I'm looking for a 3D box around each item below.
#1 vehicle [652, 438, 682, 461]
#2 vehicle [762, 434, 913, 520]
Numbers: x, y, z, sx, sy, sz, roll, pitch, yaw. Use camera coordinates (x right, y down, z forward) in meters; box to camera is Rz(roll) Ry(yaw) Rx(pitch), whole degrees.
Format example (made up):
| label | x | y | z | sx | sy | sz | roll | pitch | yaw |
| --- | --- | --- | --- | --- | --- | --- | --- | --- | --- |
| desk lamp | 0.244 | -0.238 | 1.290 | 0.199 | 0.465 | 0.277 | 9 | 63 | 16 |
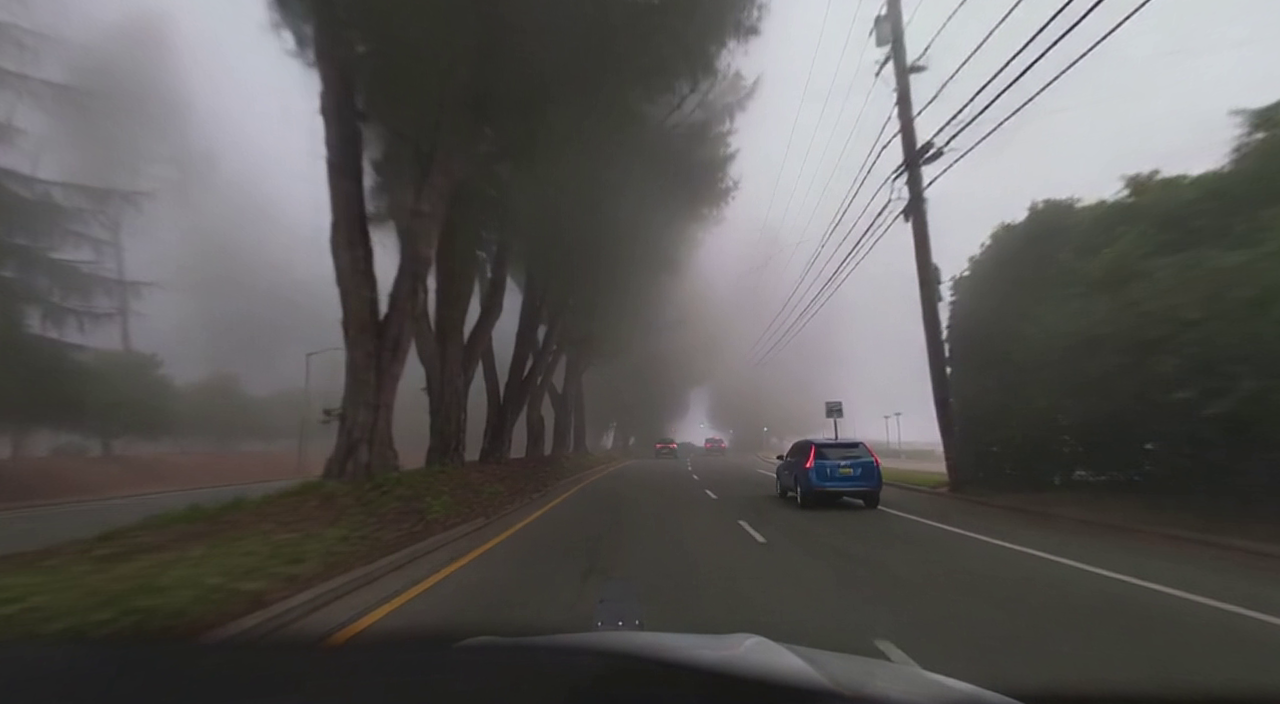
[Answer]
| label | x | y | z | sx | sy | sz | roll | pitch | yaw |
| --- | --- | --- | --- | --- | --- | --- | --- | --- | --- |
| vehicle | 2.155 | 7.556 | 49.033 | 2.163 | 1.746 | 4.073 | -1 | -9 | 4 |
| vehicle | 3.962 | 2.569 | 13.527 | 1.881 | 1.512 | 4.294 | -1 | -8 | 1 |
